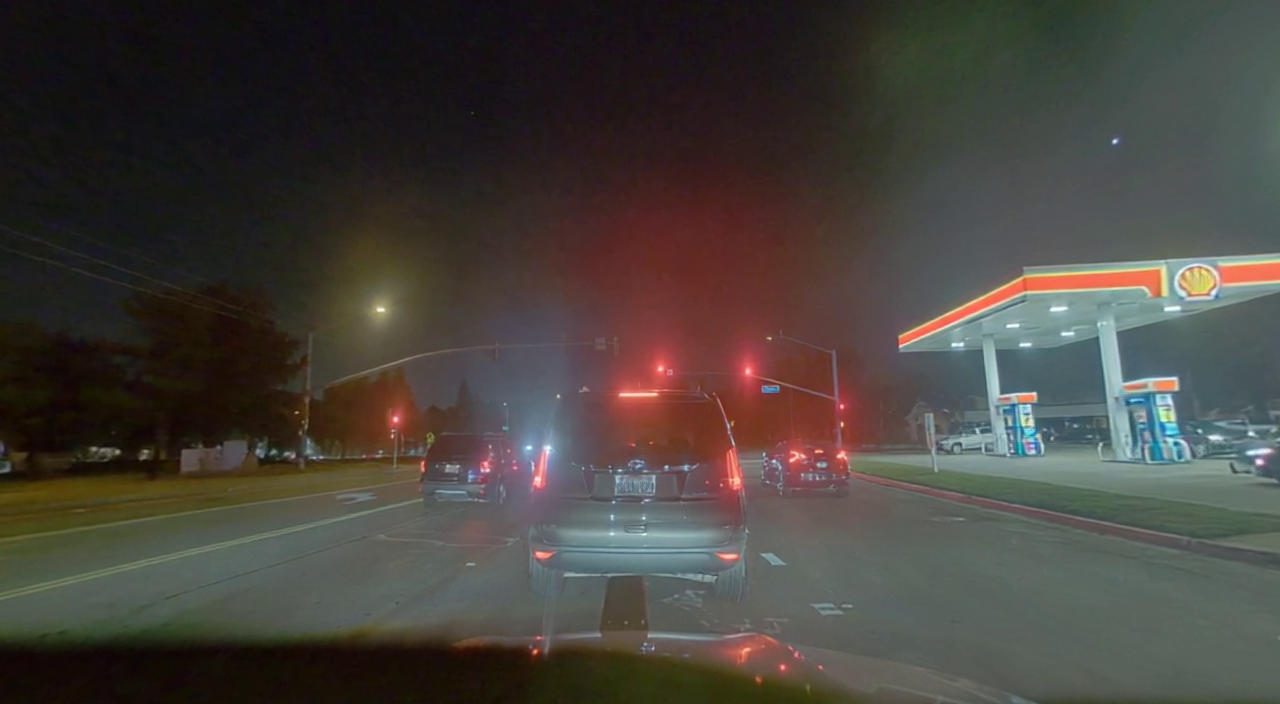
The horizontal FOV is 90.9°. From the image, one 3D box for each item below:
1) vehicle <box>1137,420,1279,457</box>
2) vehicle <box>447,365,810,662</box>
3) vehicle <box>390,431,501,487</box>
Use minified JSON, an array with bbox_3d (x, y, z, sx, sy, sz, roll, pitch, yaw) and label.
[{"bbox_3d":[25.942,3.965,28.782,4.551,1.616,1.973,-2,-9,11],"label":"vehicle"},{"bbox_3d":[0.012,1.316,6.127,2.236,1.819,4.291,-1,-9,3],"label":"vehicle"},{"bbox_3d":[-6.647,3.710,22.162,2.065,1.753,4.525,-1,-9,6],"label":"vehicle"}]
